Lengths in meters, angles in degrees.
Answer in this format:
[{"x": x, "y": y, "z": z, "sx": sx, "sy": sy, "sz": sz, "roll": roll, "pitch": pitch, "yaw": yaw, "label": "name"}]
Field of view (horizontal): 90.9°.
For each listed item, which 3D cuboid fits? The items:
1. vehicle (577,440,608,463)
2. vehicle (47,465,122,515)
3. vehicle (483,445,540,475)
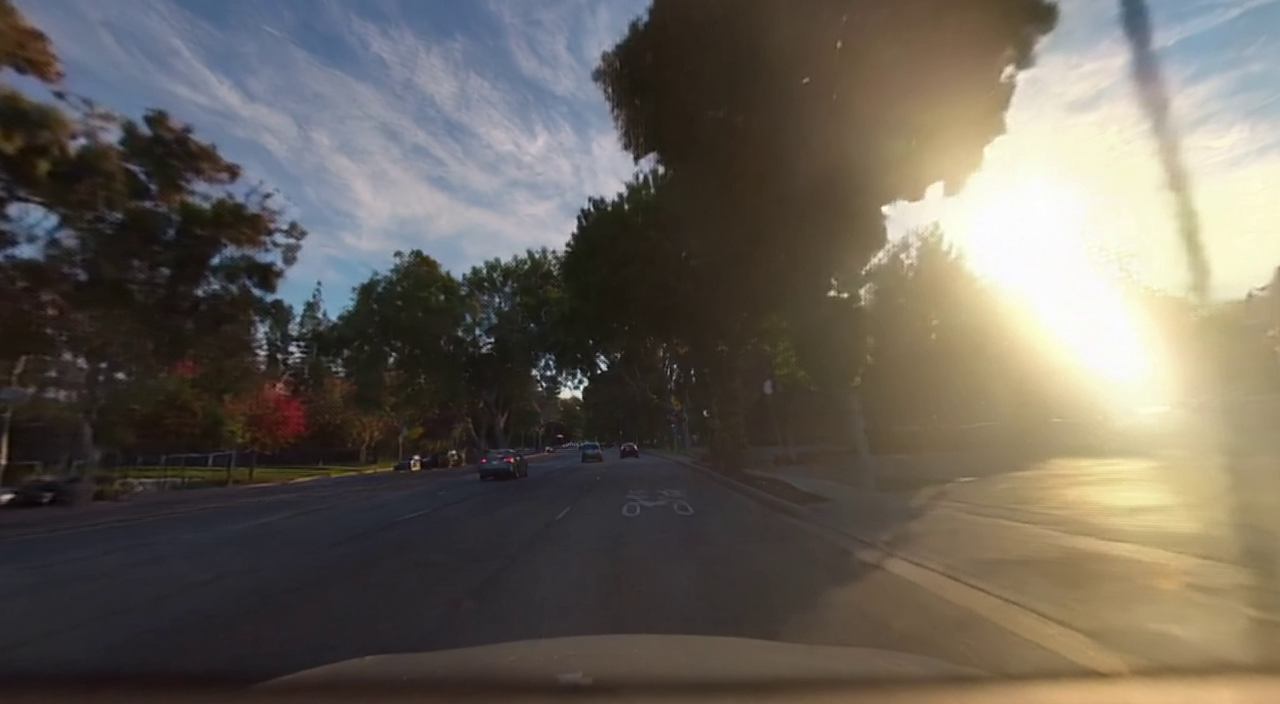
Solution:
[{"x": -3.587, "y": 7.612, "z": 48.196, "sx": 2.100, "sy": 1.661, "sz": 3.837, "roll": -1, "pitch": -9, "yaw": 0, "label": "vehicle"}, {"x": -23.275, "y": 5.673, "z": 26.397, "sx": 2.073, "sy": 1.734, "sz": 4.615, "roll": 7, "pitch": -11, "yaw": -42, "label": "vehicle"}, {"x": -6.565, "y": 5.546, "z": 32.615, "sx": 2.072, "sy": 1.427, "sz": 4.328, "roll": -1, "pitch": -9, "yaw": 0, "label": "vehicle"}]
